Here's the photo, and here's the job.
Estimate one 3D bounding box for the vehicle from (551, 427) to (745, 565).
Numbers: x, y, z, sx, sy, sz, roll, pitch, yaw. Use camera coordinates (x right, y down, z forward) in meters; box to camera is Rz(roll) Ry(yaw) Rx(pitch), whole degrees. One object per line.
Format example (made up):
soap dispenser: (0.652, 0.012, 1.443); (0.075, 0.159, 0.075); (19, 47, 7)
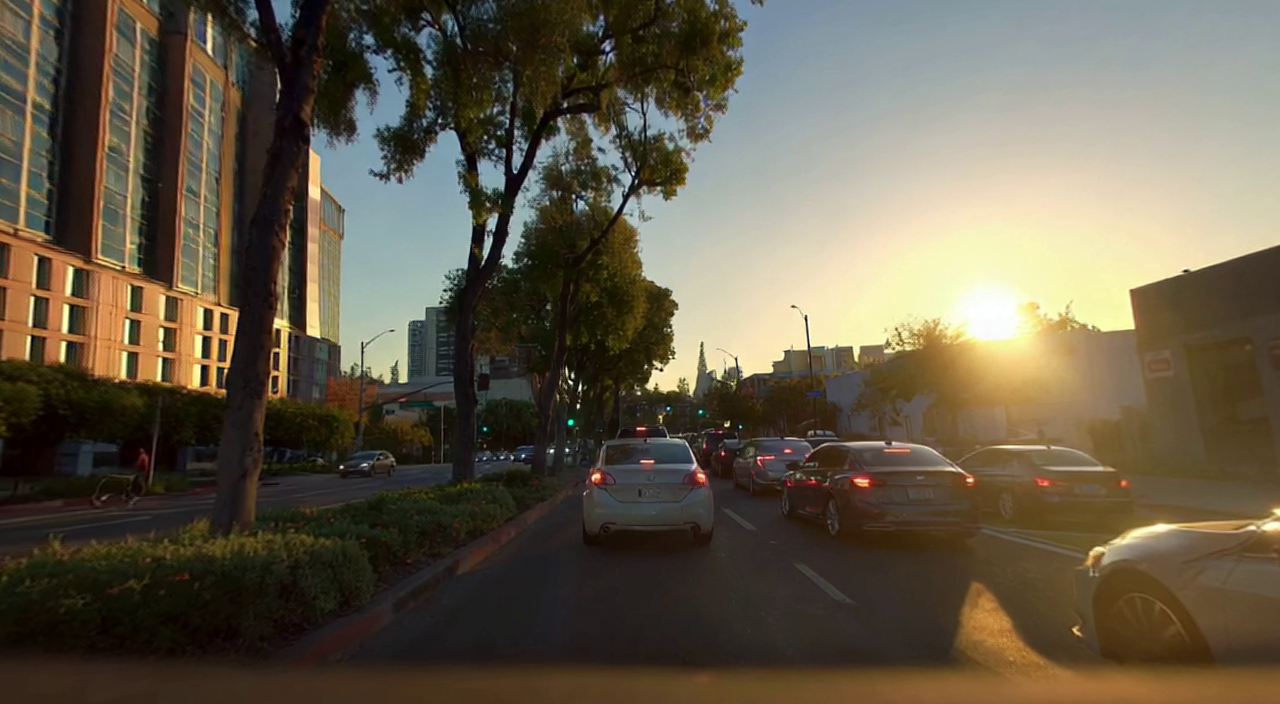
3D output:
vehicle: (0.047, 1.869, 8.987); (2.105, 1.474, 4.127); (0, -8, -1)

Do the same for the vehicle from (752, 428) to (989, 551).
vehicle: (3.238, 2.025, 10.075); (1.995, 1.483, 4.533); (0, -8, -1)

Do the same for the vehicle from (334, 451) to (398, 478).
vehicle: (-16.287, 6.704, 37.772); (1.848, 1.447, 4.501); (0, -8, -1)

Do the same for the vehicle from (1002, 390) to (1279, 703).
vehicle: (3.216, 0.777, 1.484); (1.982, 1.491, 4.664); (0, -8, 0)
